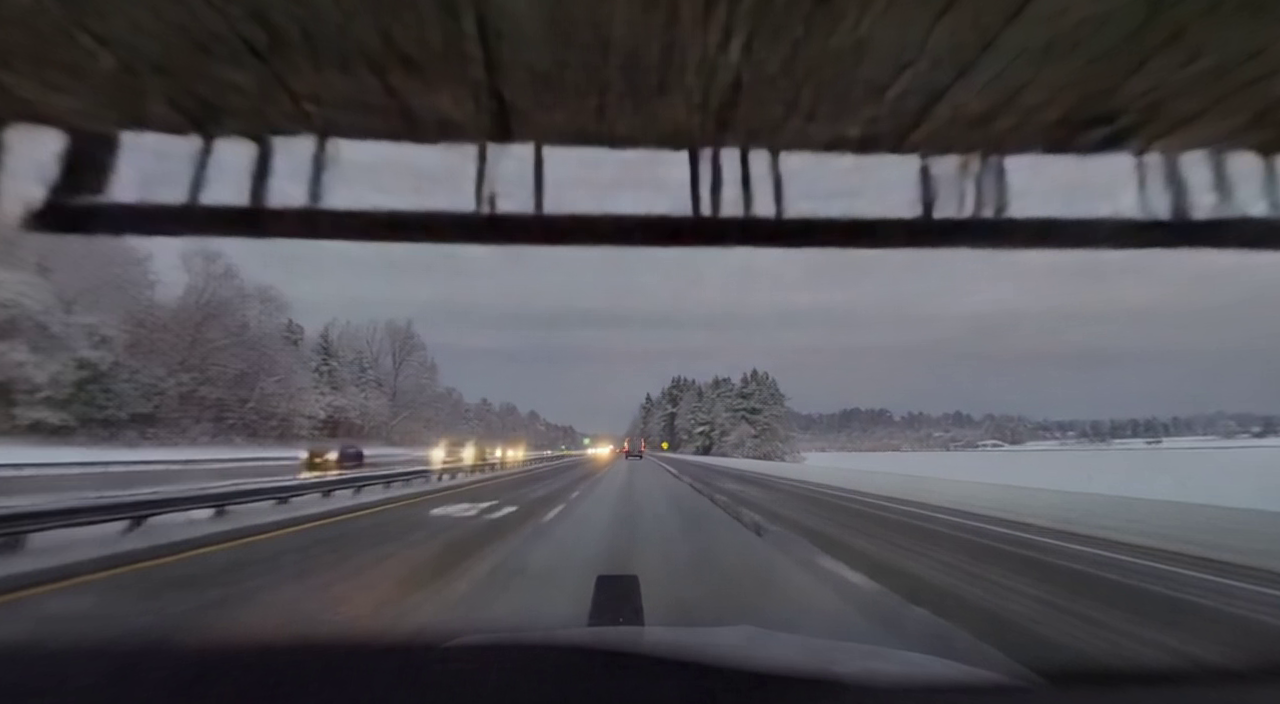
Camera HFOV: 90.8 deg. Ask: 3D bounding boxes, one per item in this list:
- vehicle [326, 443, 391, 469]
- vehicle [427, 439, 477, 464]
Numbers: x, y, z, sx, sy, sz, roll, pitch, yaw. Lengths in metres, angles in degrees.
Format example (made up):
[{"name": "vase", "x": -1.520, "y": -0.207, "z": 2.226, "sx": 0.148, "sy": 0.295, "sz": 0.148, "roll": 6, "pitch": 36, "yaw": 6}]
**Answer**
[{"name": "vehicle", "x": -16.868, "y": 6.262, "z": 38.066, "sx": 1.846, "sy": 1.467, "sz": 4.569, "roll": 0, "pitch": -9, "yaw": -1}, {"name": "vehicle", "x": -13.273, "y": 7.045, "z": 44.763, "sx": 2.204, "sy": 1.648, "sz": 4.529, "roll": 0, "pitch": -9, "yaw": -1}]
